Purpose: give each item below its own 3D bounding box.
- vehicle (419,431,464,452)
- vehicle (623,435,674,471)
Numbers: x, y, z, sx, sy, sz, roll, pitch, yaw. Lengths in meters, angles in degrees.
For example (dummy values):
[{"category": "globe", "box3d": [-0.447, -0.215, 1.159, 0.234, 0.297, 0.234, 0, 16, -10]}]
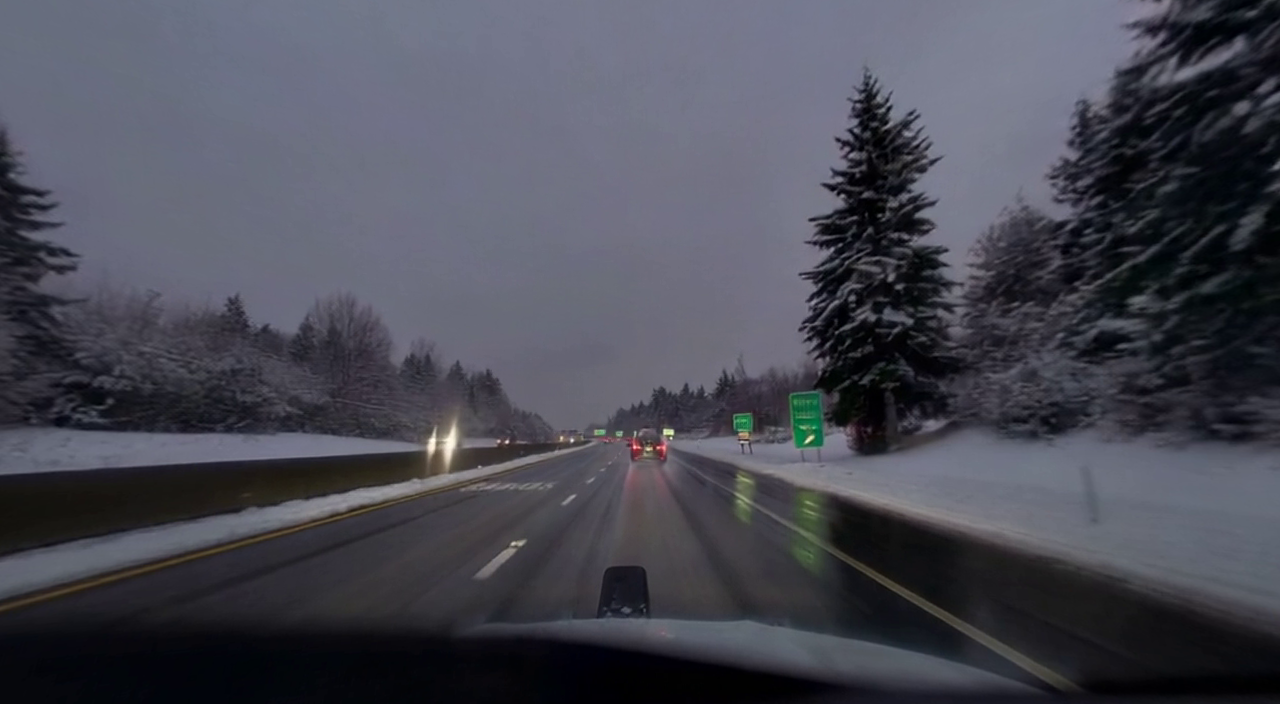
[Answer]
[{"category": "vehicle", "box3d": [-15.031, 6.796, 47.831, 1.880, 1.535, 4.651, 1, -8, 0]}, {"category": "vehicle", "box3d": [0.369, 4.535, 28.466, 2.130, 1.512, 4.057, 0, -8, 0]}]
